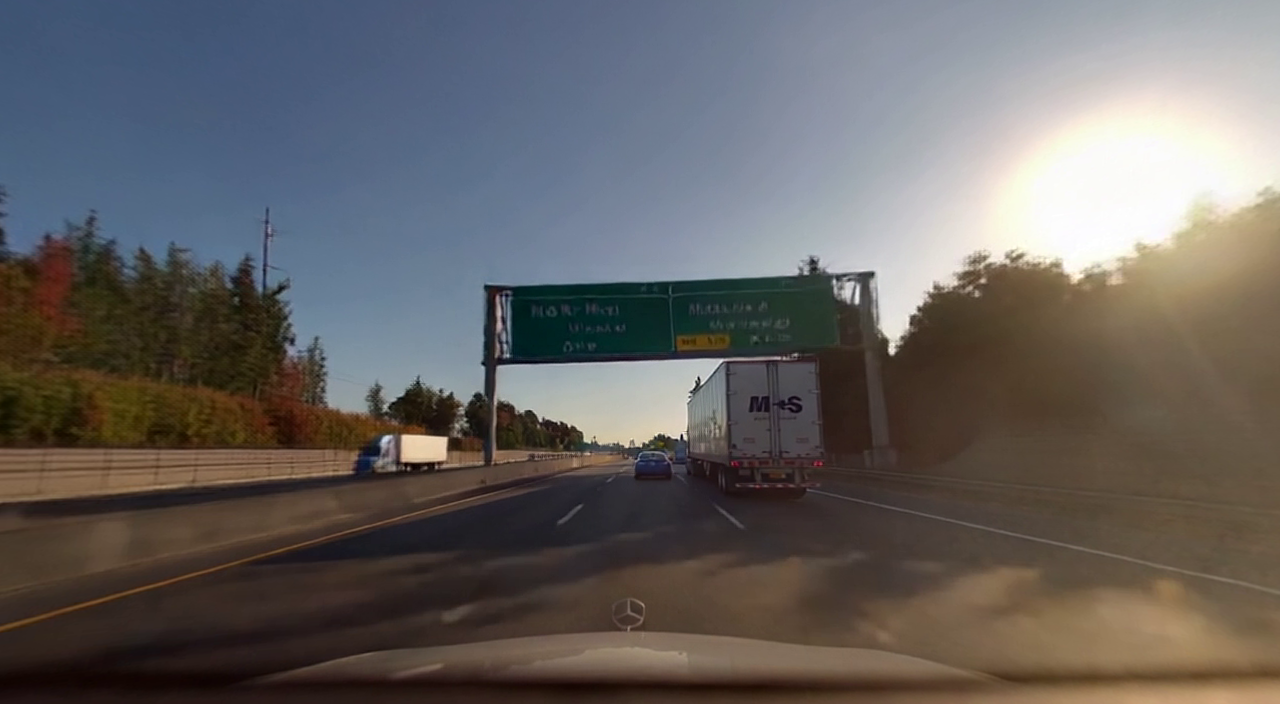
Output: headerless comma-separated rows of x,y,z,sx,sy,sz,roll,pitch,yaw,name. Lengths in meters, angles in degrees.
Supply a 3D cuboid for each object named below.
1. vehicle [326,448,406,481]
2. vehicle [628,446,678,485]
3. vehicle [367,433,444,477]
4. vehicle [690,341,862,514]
-17.035,7.005,39.479,2.827,1.881,4.544,0,-9,1,vehicle
0.570,5.173,28.975,2.121,1.642,3.828,0,-9,0,vehicle
-16.974,7.534,46.260,2.732,2.908,7.110,0,-9,1,vehicle
3.757,2.844,22.070,3.002,4.104,14.174,0,-9,0,vehicle
